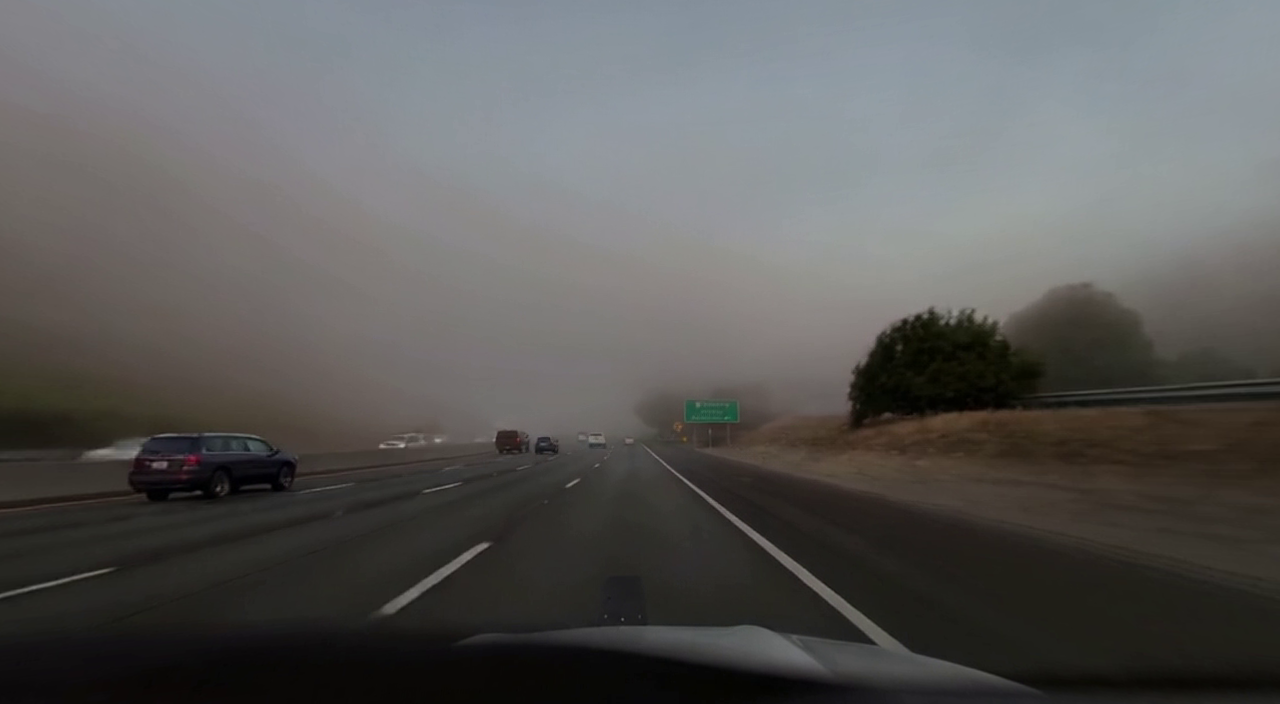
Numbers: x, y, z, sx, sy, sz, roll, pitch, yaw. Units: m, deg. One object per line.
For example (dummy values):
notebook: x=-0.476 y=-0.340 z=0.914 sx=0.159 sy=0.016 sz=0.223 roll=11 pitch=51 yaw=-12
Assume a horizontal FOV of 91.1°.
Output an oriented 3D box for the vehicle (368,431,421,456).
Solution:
vehicle: x=-18.657 y=7.007 z=47.934 sx=2.086 sy=1.767 sz=4.966 roll=0 pitch=-8 yaw=0

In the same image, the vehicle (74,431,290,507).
vehicle: x=-11.181 y=2.866 z=15.867 sx=2.001 sy=1.625 sz=4.528 roll=0 pitch=-8 yaw=0
